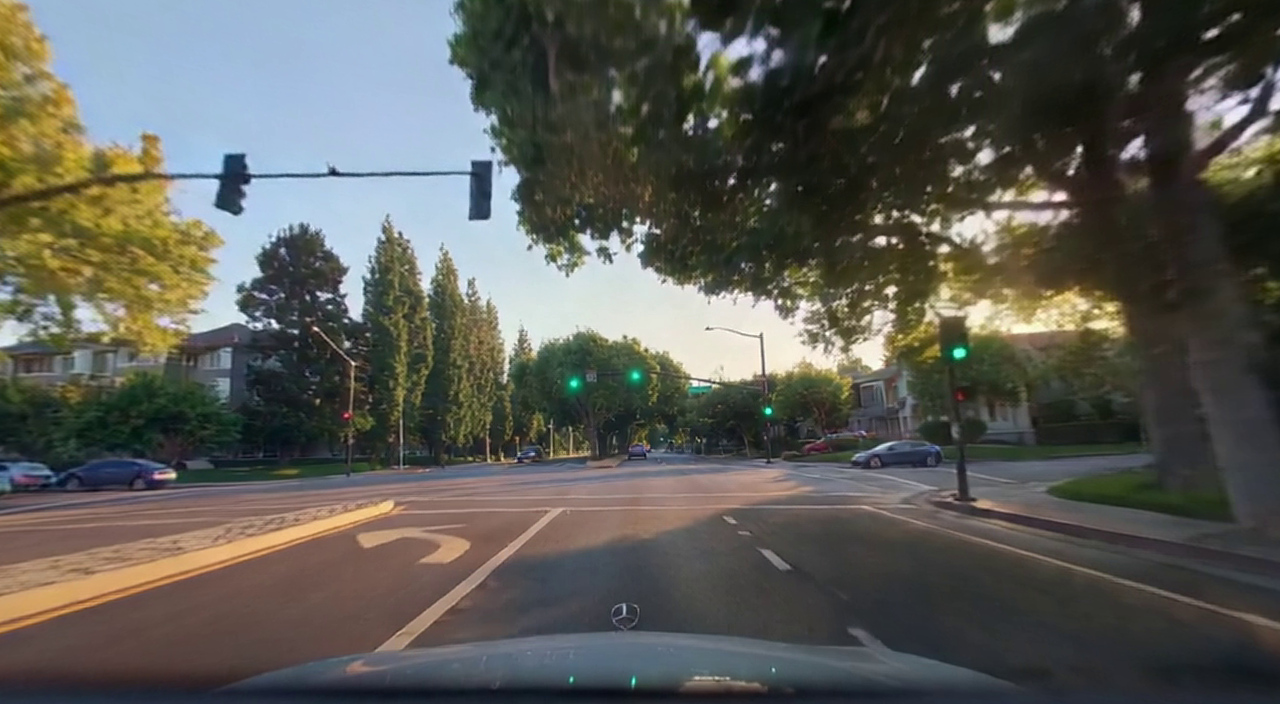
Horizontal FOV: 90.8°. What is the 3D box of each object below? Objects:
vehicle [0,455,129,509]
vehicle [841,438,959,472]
[{"bbox_3d":[-22.295,4.873,23.789,4.445,1.805,1.944,-1,-8,2],"label":"vehicle"},{"bbox_3d":[12.170,4.855,29.811,4.611,1.505,2.029,0,-9,-1],"label":"vehicle"}]
